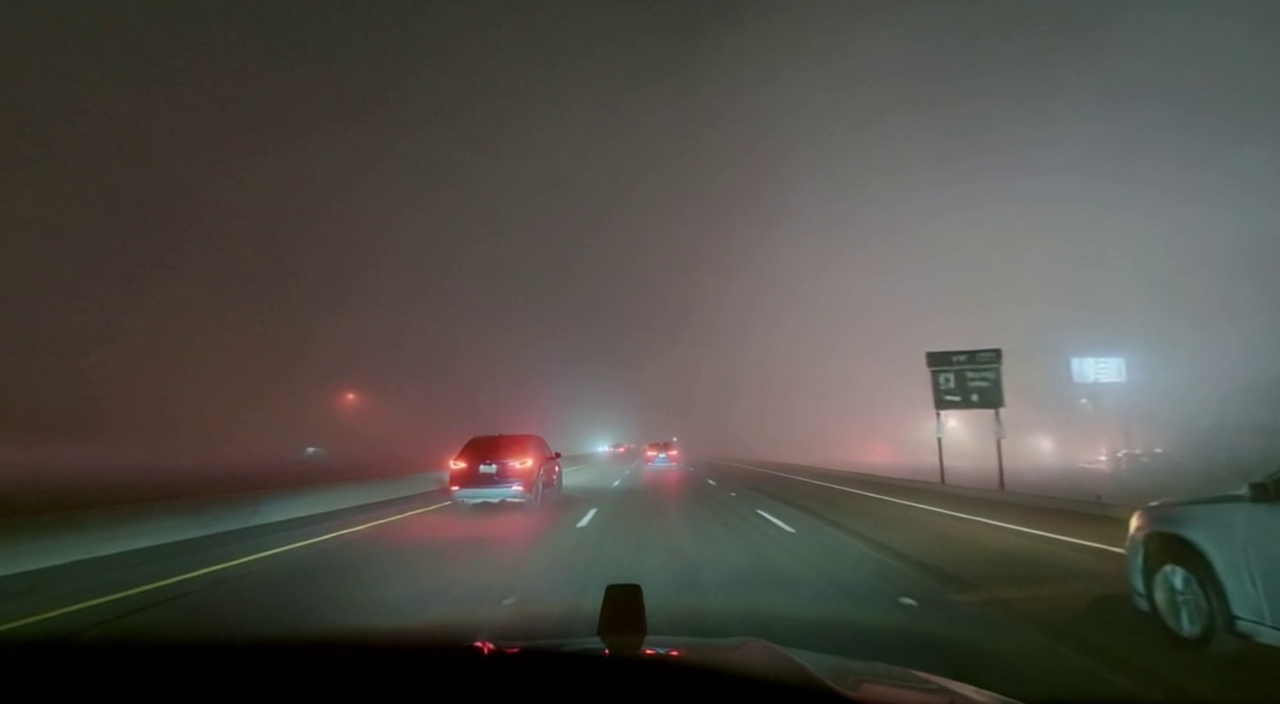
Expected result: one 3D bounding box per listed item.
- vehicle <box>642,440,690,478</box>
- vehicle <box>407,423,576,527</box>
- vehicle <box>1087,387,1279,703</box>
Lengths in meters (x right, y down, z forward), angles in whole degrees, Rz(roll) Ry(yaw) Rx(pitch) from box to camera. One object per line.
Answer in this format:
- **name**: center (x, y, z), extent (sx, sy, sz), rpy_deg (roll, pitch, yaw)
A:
- **vehicle**: center (1.121, 4.814, 28.676), extent (2.000, 1.558, 3.945), rpy_deg (0, -8, 0)
- **vehicle**: center (-2.788, 2.450, 13.177), extent (2.239, 1.761, 4.620), rpy_deg (-1, -8, 2)
- **vehicle**: center (4.181, 0.822, 2.126), extent (2.027, 1.588, 4.611), rpy_deg (0, -8, 1)
